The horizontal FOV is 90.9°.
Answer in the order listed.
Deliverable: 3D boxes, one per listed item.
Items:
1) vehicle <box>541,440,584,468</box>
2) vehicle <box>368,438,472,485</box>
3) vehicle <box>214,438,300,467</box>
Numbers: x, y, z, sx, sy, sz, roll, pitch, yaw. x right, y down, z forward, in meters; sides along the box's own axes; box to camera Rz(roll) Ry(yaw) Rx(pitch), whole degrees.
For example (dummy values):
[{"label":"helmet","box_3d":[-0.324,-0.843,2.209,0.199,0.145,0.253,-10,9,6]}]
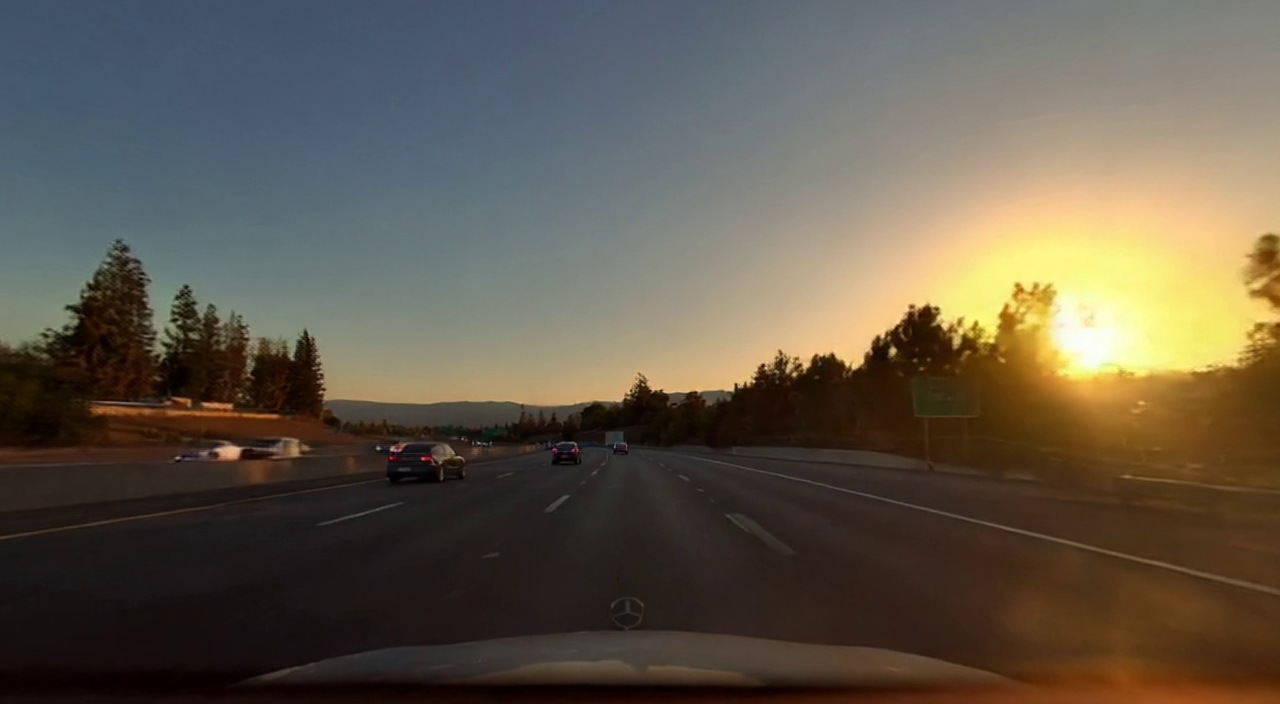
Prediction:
[{"label":"vehicle","box_3d":[-4.246,5.689,35.323,1.936,1.465,4.060,0,-8,-1]},{"label":"vehicle","box_3d":[-7.626,3.829,22.434,2.038,1.463,4.656,0,-8,0]},{"label":"vehicle","box_3d":[-21.681,5.677,35.955,2.052,1.522,4.609,0,-8,-1]}]
